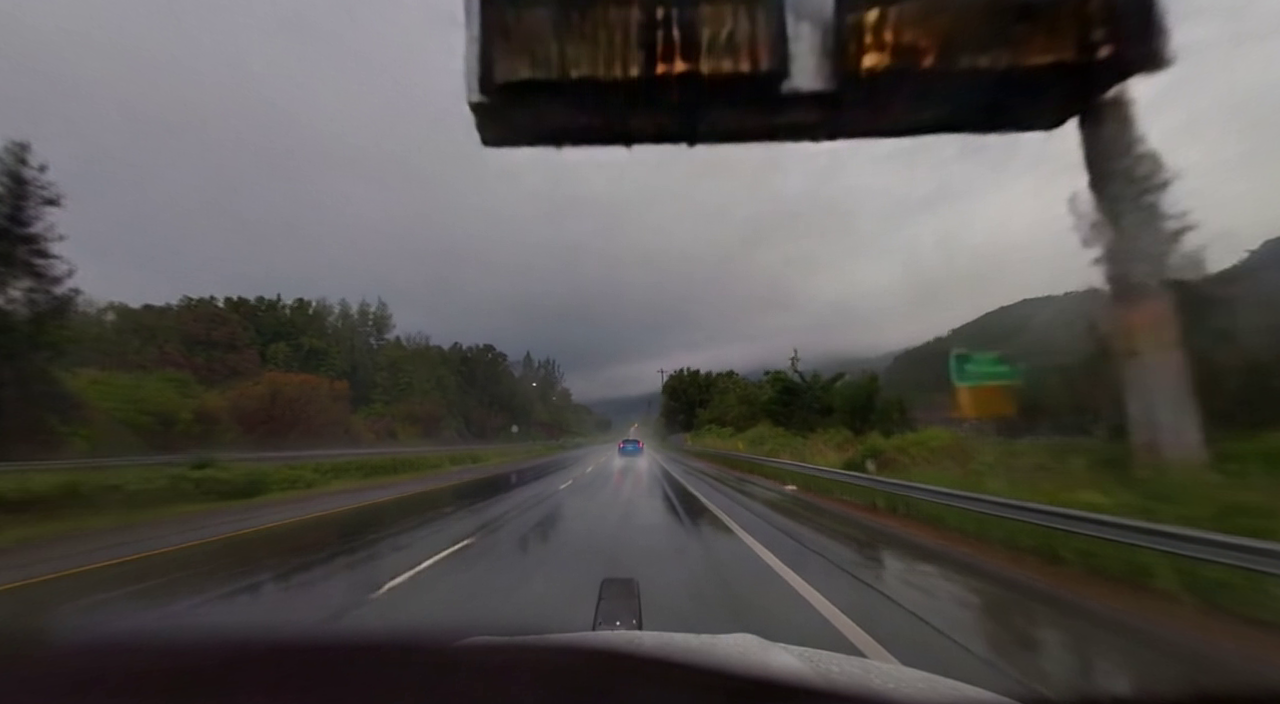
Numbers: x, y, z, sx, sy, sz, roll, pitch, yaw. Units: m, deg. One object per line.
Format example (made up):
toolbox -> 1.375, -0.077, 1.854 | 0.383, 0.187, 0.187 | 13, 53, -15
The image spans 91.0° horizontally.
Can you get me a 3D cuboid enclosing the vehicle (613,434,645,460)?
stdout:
vehicle -> -0.761, 6.678, 44.477 | 2.180, 1.717, 4.139 | 0, -8, -1
